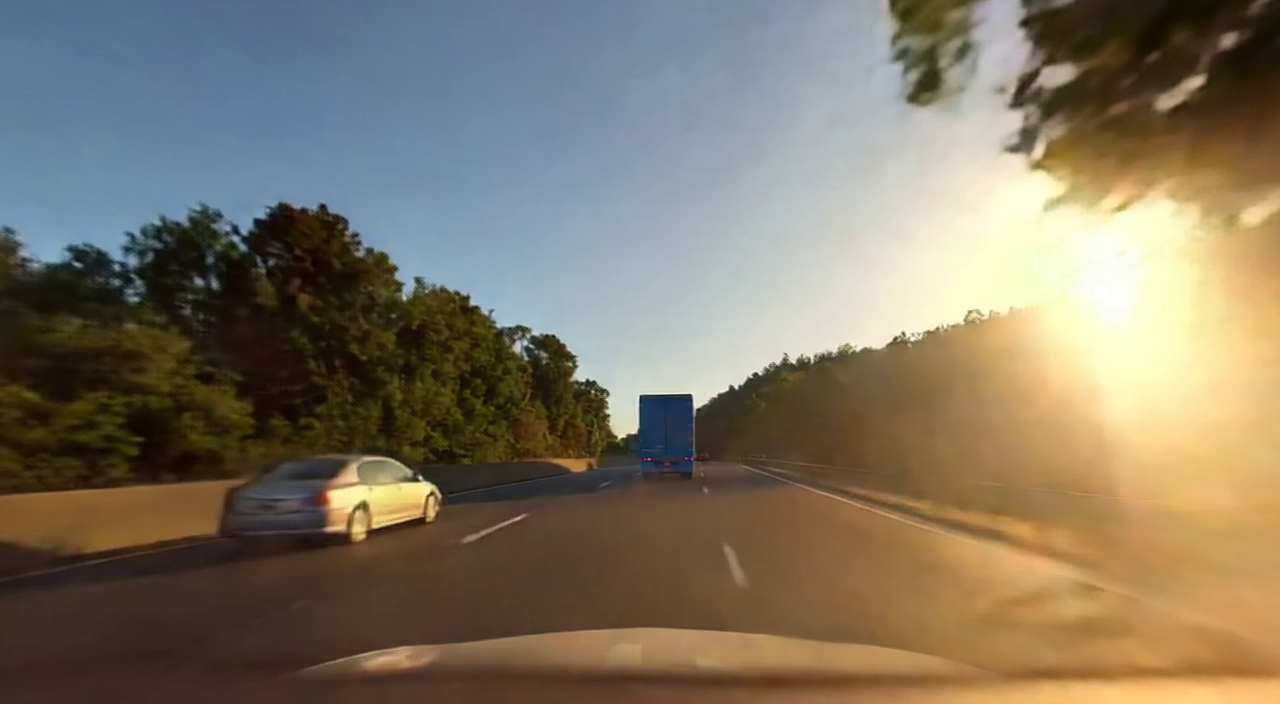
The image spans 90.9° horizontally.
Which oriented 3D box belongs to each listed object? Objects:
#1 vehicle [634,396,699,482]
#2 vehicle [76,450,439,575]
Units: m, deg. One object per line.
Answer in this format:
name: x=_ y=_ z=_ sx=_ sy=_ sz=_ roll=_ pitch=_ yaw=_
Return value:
vehicle: x=1.587 y=4.628 z=33.056 sx=2.821 sy=3.878 sz=8.925 roll=-1 pitch=-9 yaw=6
vehicle: x=-5.080 y=2.167 z=9.508 sx=2.133 sy=1.358 sz=4.870 roll=-1 pitch=-9 yaw=5
